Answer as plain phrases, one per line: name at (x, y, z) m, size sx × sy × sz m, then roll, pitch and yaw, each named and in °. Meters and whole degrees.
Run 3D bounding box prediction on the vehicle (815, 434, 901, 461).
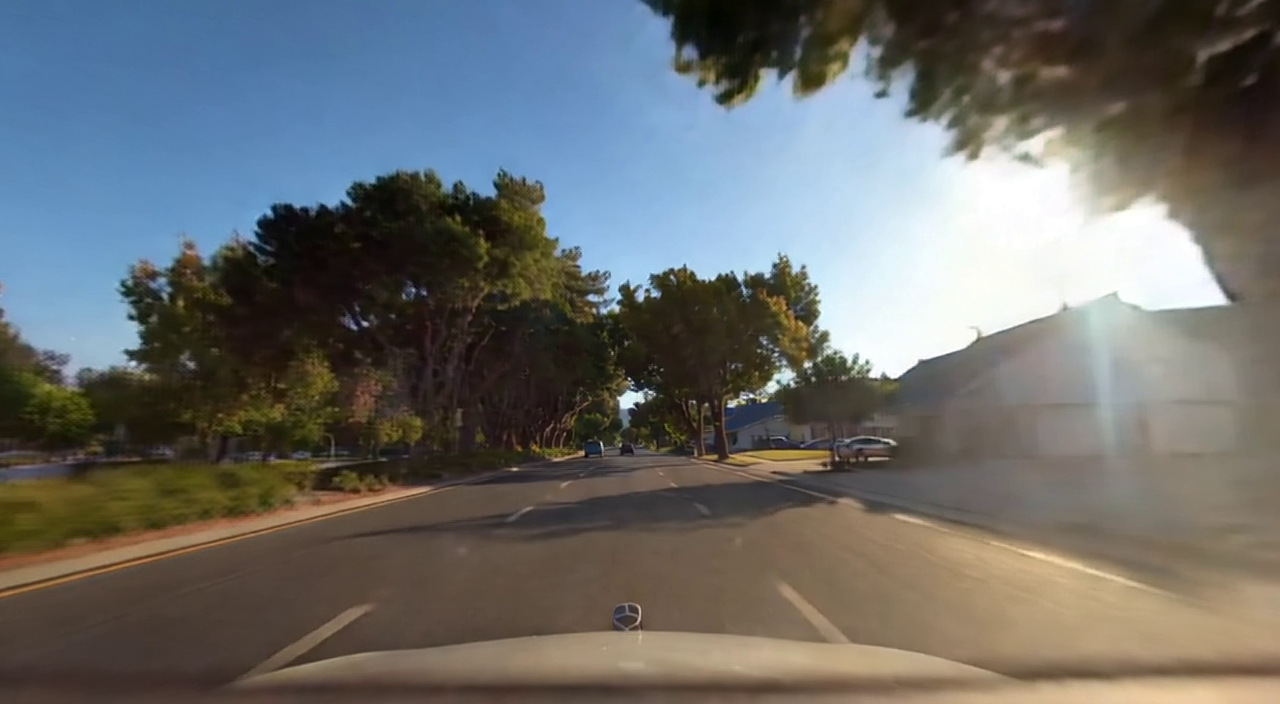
vehicle at (12.285, 5.394, 35.542) m, size 4.630 × 1.461 × 1.817 m, roll 5°, pitch -9°, yaw -27°
